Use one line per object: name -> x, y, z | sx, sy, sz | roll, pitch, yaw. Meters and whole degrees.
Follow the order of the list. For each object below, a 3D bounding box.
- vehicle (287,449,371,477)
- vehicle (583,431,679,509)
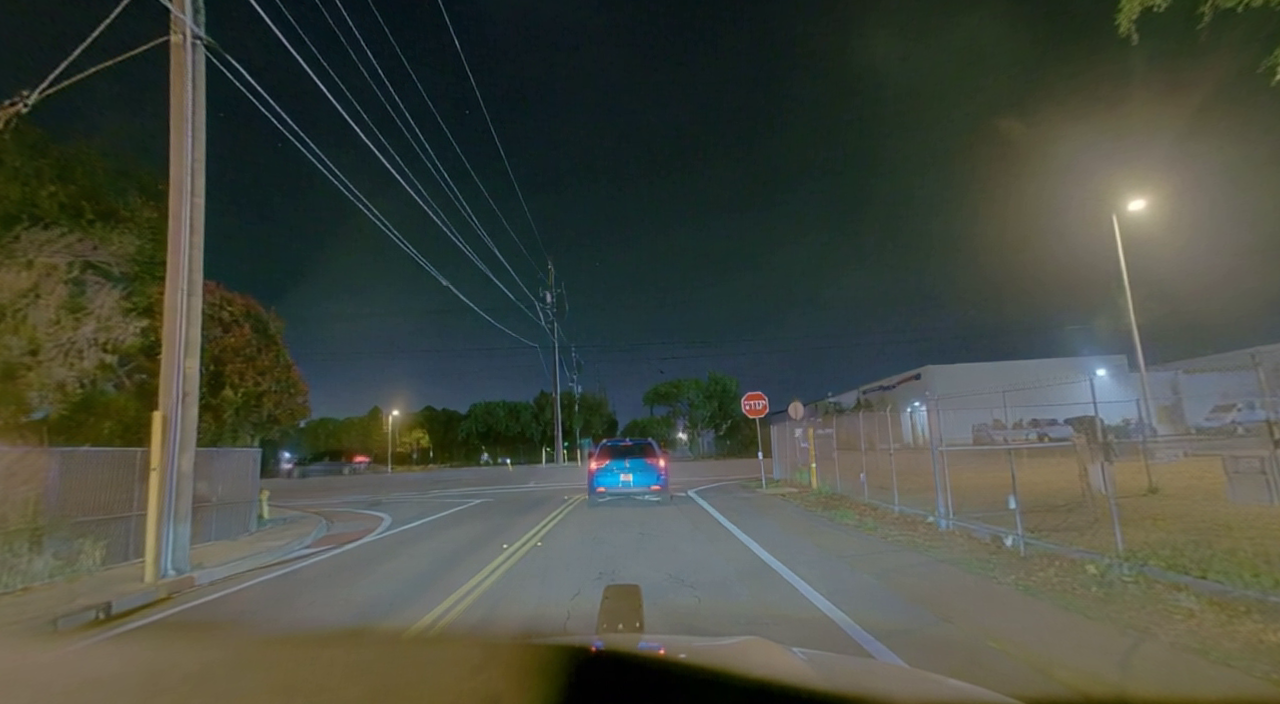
vehicle -> -20.106, 7.187, 40.984 | 4.415, 1.753, 2.029 | -1, -9, 8
vehicle -> -0.261, 2.920, 16.136 | 2.137, 1.698, 4.166 | 0, -8, -2
